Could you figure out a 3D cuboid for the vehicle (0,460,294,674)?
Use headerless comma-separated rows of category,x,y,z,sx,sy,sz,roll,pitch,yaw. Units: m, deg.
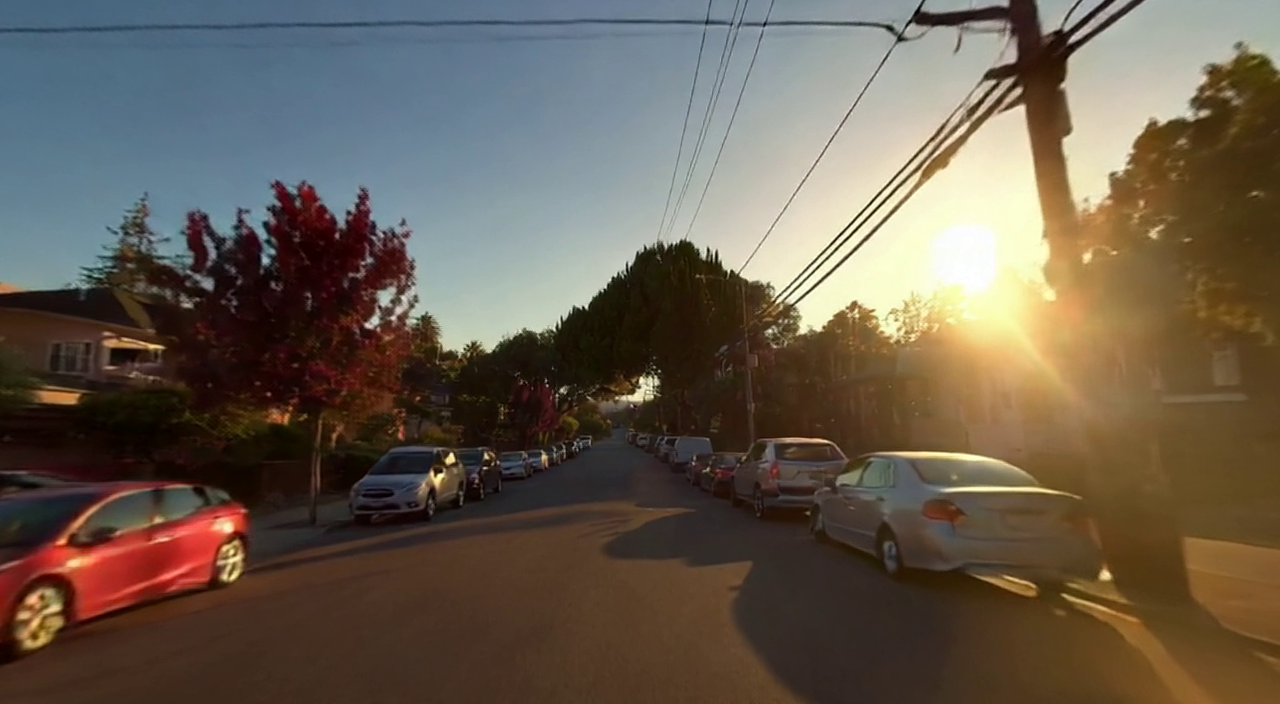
vehicle,-5.588,2.017,6.582,1.852,1.463,4.441,-5,-11,-6

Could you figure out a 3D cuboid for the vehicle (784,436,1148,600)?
vehicle,3.660,1.939,8.453,2.174,1.504,4.809,0,-9,-2

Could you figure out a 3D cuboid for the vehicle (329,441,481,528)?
vehicle,-6.170,3.516,17.575,2.184,1.958,5.757,0,-9,-2

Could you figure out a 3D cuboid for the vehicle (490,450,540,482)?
vehicle,-6.808,6.229,34.970,2.002,1.585,5.080,0,-9,-3
